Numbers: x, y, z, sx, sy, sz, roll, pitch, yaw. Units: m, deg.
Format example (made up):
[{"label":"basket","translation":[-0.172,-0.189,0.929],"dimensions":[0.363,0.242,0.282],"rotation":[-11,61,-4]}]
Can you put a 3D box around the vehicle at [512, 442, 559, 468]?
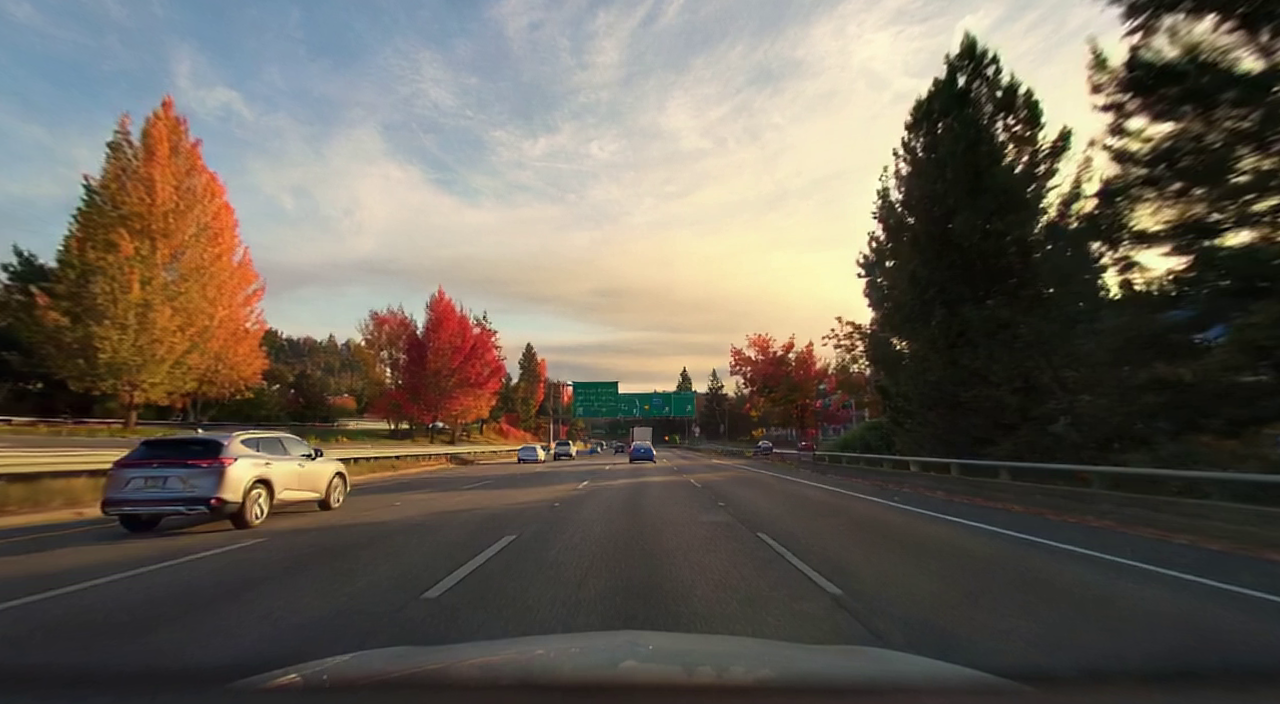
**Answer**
[{"label":"vehicle","translation":[-6.417,6.363,39.149],"dimensions":[2.074,1.495,4.643],"rotation":[0,-9,1]}]

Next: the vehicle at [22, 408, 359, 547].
[{"label":"vehicle","translation":[-7.136,2.052,10.973],"dimensions":[2.146,1.834,4.999],"rotation":[0,-9,0]}]

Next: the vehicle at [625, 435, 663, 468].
[{"label":"vehicle","translation":[0.224,6.123,38.947],"dimensions":[2.245,1.863,4.801],"rotation":[0,-9,0]}]
